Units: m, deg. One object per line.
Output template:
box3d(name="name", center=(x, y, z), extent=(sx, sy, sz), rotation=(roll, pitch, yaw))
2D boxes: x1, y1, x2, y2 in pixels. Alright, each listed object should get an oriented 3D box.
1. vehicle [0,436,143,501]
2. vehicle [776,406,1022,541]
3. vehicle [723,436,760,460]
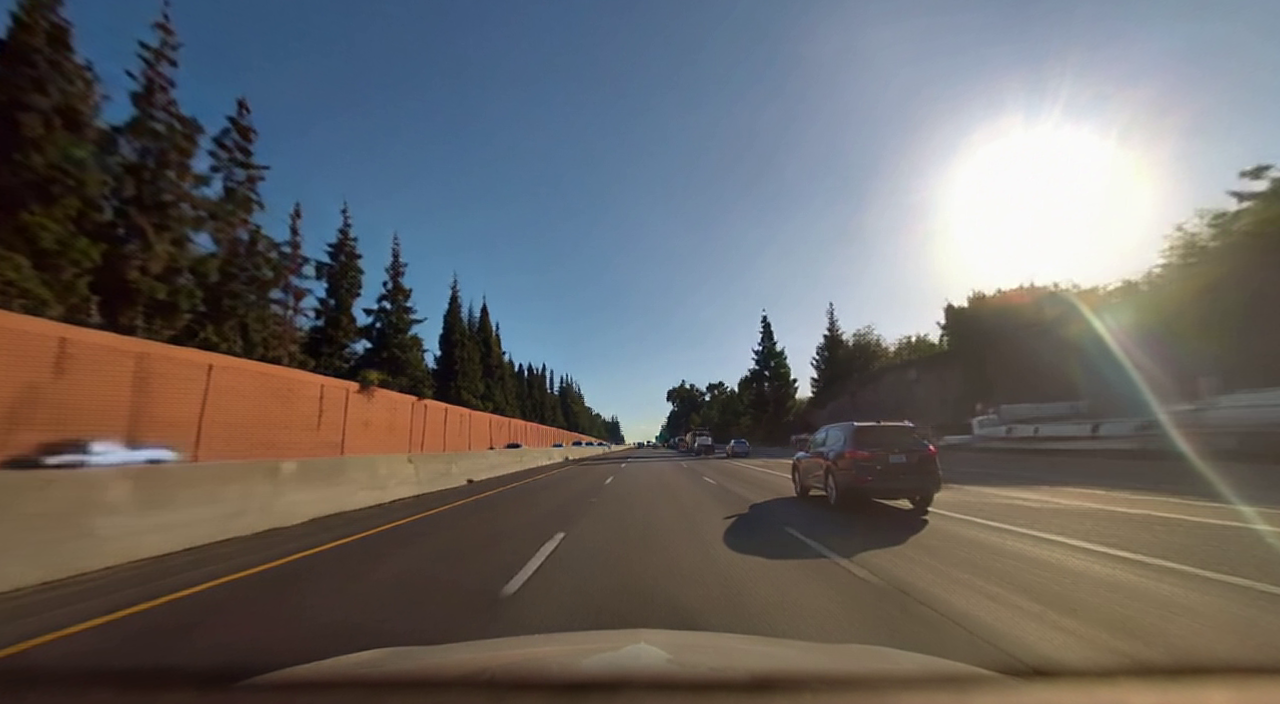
box3d(name="vehicle", center=(-20.521, 3.937, 21.869), extent=(2.217, 1.953, 5.320), rotation=(0, -8, 0))
box3d(name="vehicle", center=(3.997, 1.977, 10.864), extent=(2.190, 1.783, 4.637), rotation=(0, -8, -1))
box3d(name="vehicle", center=(7.932, 7.589, 49.850), extent=(2.066, 1.795, 4.674), rotation=(0, -8, -1))
